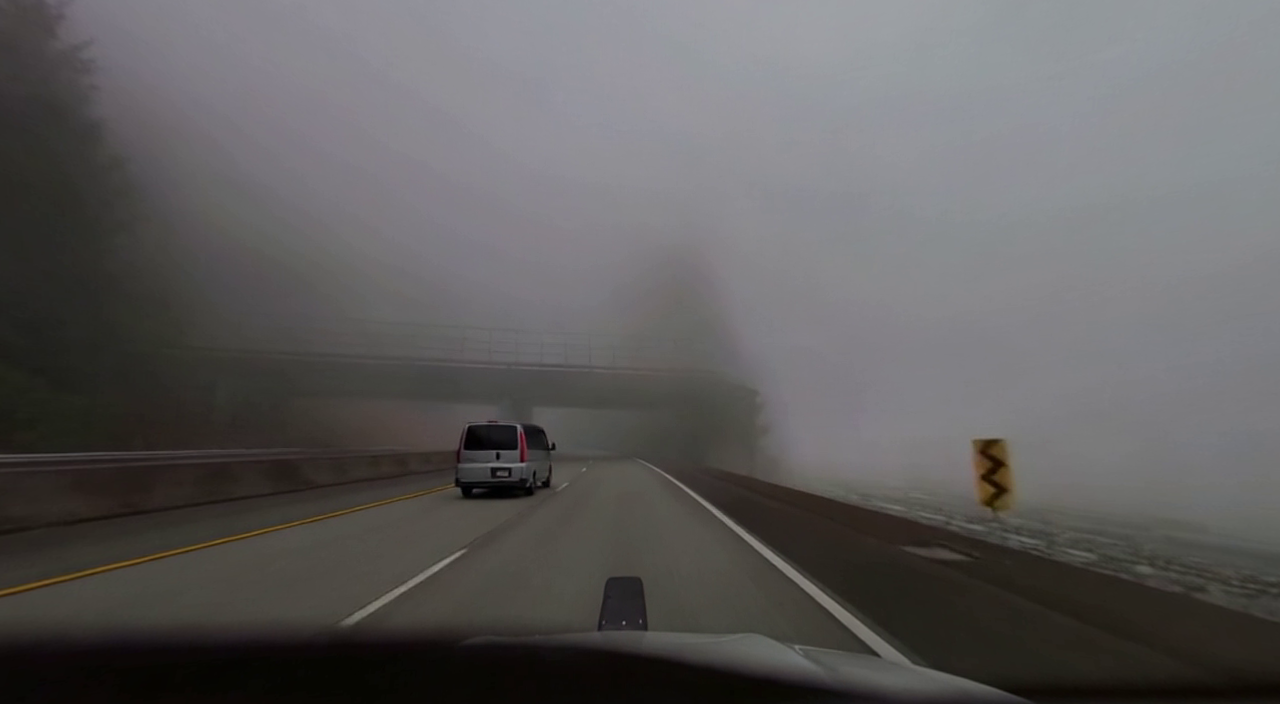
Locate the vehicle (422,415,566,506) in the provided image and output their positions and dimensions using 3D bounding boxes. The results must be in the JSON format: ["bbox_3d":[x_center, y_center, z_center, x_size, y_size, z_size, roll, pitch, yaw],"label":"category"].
[{"bbox_3d":[-3.329,2.632,15.662,2.372,1.891,5.061,0,-8,0],"label":"vehicle"}]
